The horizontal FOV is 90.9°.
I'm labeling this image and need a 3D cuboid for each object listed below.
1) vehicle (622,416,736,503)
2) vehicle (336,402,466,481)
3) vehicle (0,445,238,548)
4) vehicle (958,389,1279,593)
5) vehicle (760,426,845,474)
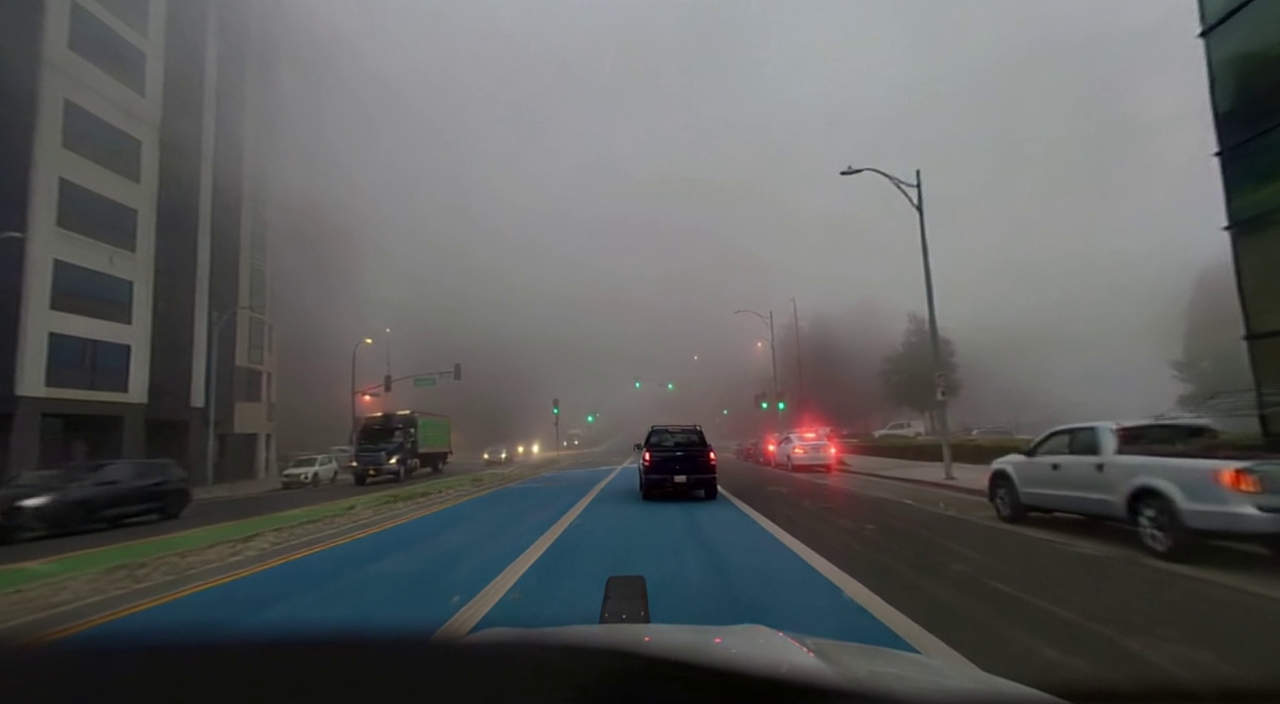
[{"bbox_3d":[0.744,2.549,15.260,2.283,1.773,4.255,0,-9,-3],"label":"vehicle"},{"bbox_3d":[-13.327,5.256,36.706,3.101,3.878,10.902,0,-9,1],"label":"vehicle"},{"bbox_3d":[-11.300,2.919,13.613,2.191,1.763,5.059,0,-9,-4],"label":"vehicle"},{"bbox_3d":[6.659,1.617,8.326,2.088,1.761,5.697,0,-9,2],"label":"vehicle"},{"bbox_3d":[6.761,4.152,26.899,2.205,1.823,5.078,0,-9,0],"label":"vehicle"}]
